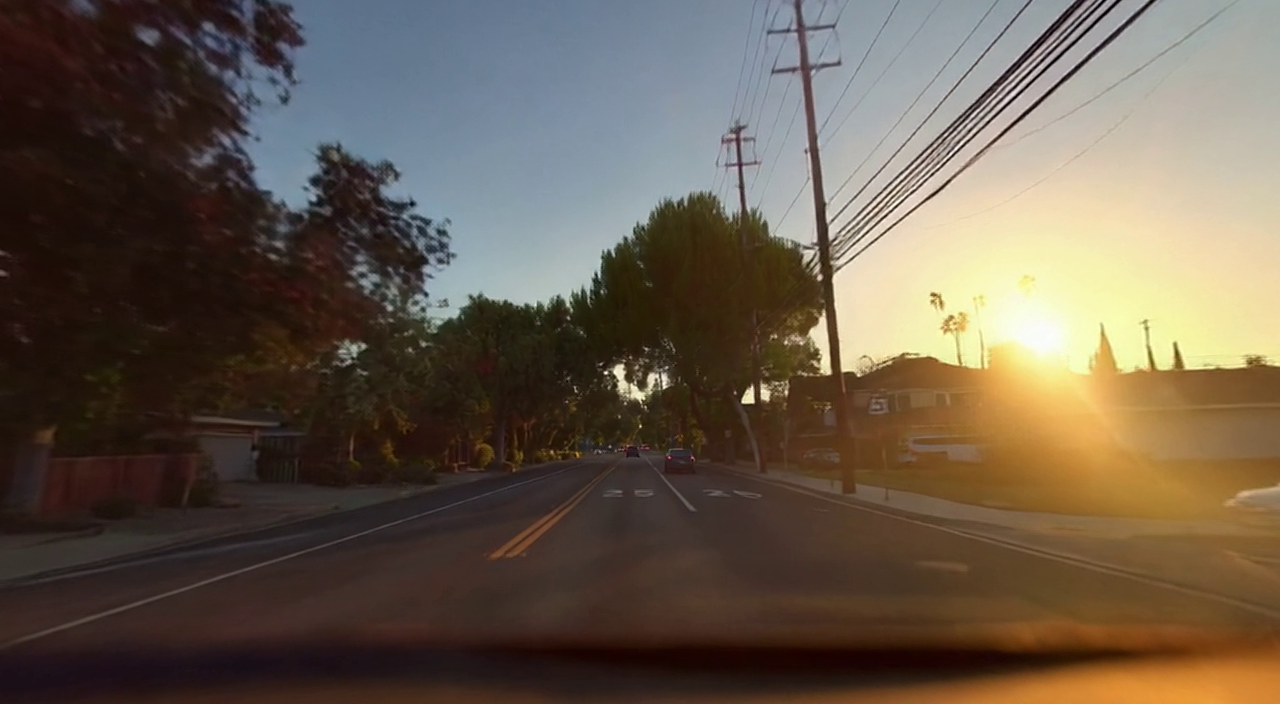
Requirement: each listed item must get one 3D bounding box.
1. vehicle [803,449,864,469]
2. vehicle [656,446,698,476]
[{"bbox_3d":[14.352,7.938,47.001,3.838,1.405,1.992,1,-9,-6],"label":"vehicle"},{"bbox_3d":[1.885,5.660,33.033,1.975,1.497,3.647,0,-9,0],"label":"vehicle"}]
